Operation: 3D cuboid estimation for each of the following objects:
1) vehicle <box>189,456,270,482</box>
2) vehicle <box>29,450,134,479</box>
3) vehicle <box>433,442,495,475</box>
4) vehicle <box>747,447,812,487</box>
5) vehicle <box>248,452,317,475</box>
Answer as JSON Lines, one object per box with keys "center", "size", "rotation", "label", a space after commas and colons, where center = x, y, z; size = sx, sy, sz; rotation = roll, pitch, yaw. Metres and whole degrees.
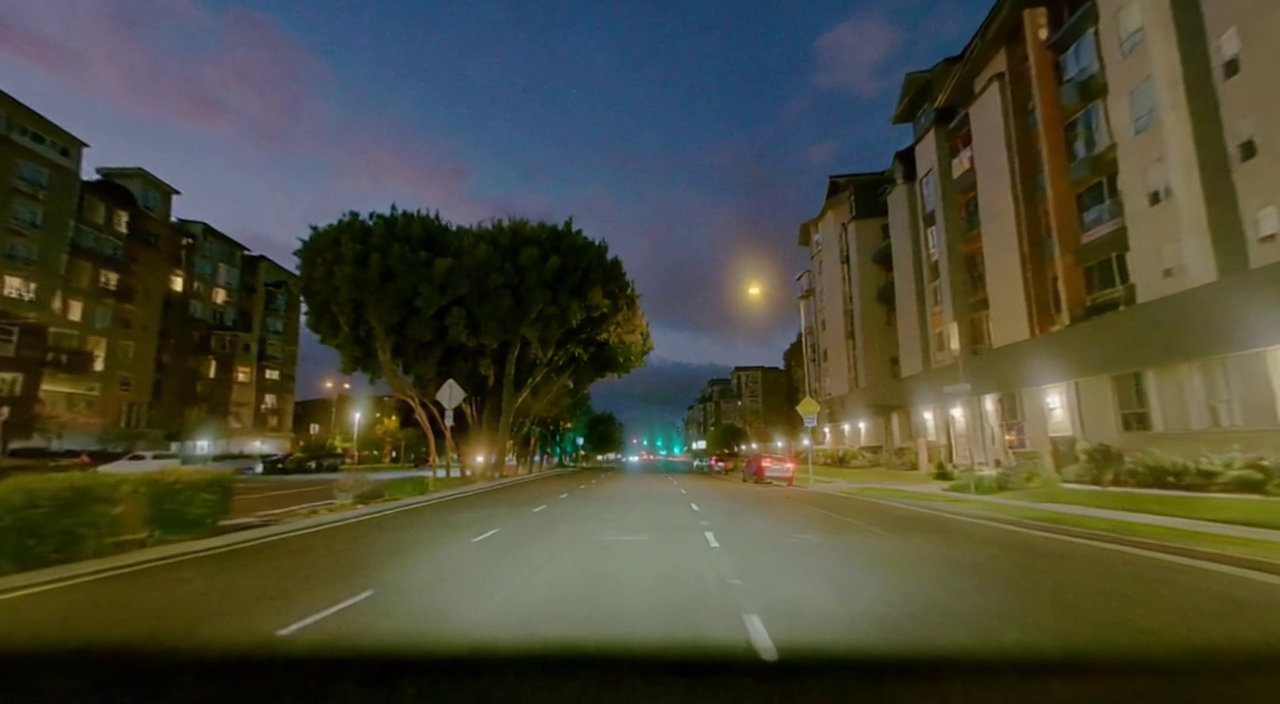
{"center": [-25.761, 7.317, 39.675], "size": [1.931, 1.427, 4.578], "rotation": [0, -9, 1], "label": "vehicle"}
{"center": [-32.473, 6.528, 36.692], "size": [1.836, 1.533, 4.324], "rotation": [-8, -12, 43], "label": "vehicle"}
{"center": [-11.823, 7.190, 42.857], "size": [2.445, 2.105, 5.995], "rotation": [0, -9, 0], "label": "vehicle"}
{"center": [7.060, 5.833, 32.430], "size": [2.241, 1.877, 4.810], "rotation": [0, -9, 0], "label": "vehicle"}
{"center": [-25.543, 7.948, 45.155], "size": [1.939, 1.514, 4.793], "rotation": [0, -9, 3], "label": "vehicle"}
